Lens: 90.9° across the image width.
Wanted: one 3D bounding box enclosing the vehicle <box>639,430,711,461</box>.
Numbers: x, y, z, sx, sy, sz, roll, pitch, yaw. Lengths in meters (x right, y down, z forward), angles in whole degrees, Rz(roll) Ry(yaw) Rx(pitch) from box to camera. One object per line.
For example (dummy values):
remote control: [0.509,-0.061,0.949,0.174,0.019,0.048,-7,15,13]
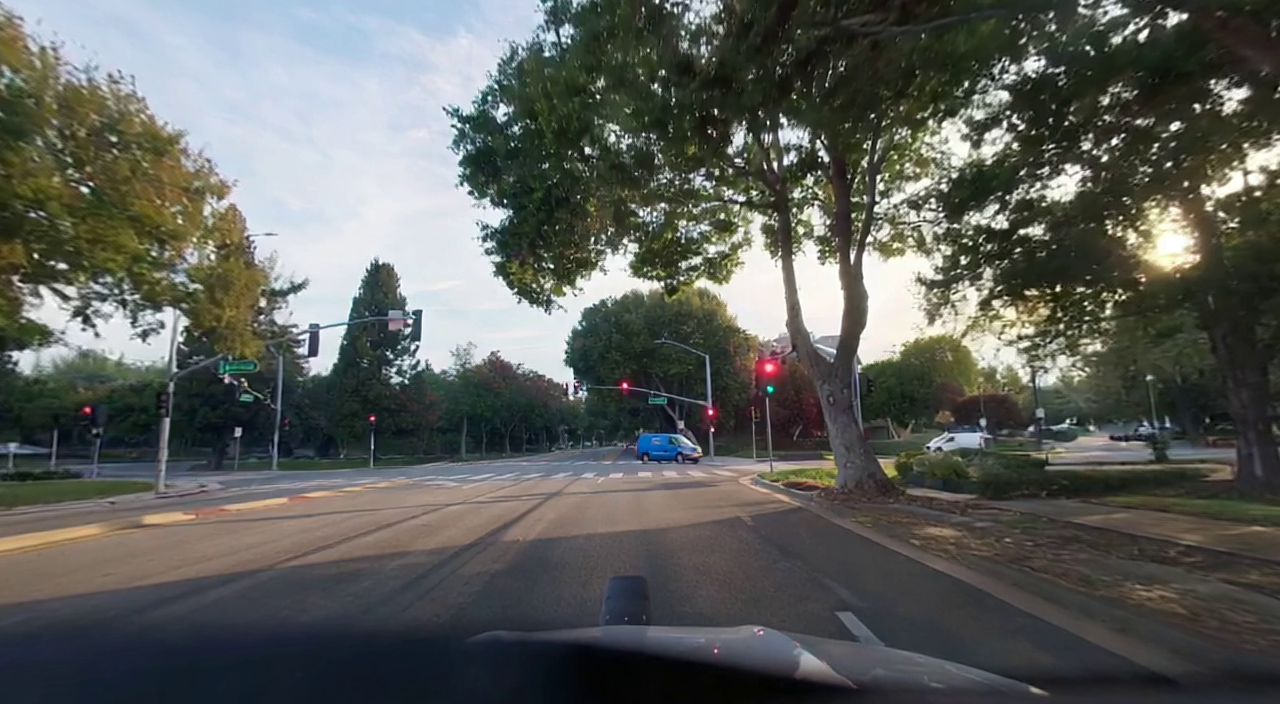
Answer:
vehicle: [2.274,6.254,42.100,4.536,1.965,1.780,-6,-10,36]
